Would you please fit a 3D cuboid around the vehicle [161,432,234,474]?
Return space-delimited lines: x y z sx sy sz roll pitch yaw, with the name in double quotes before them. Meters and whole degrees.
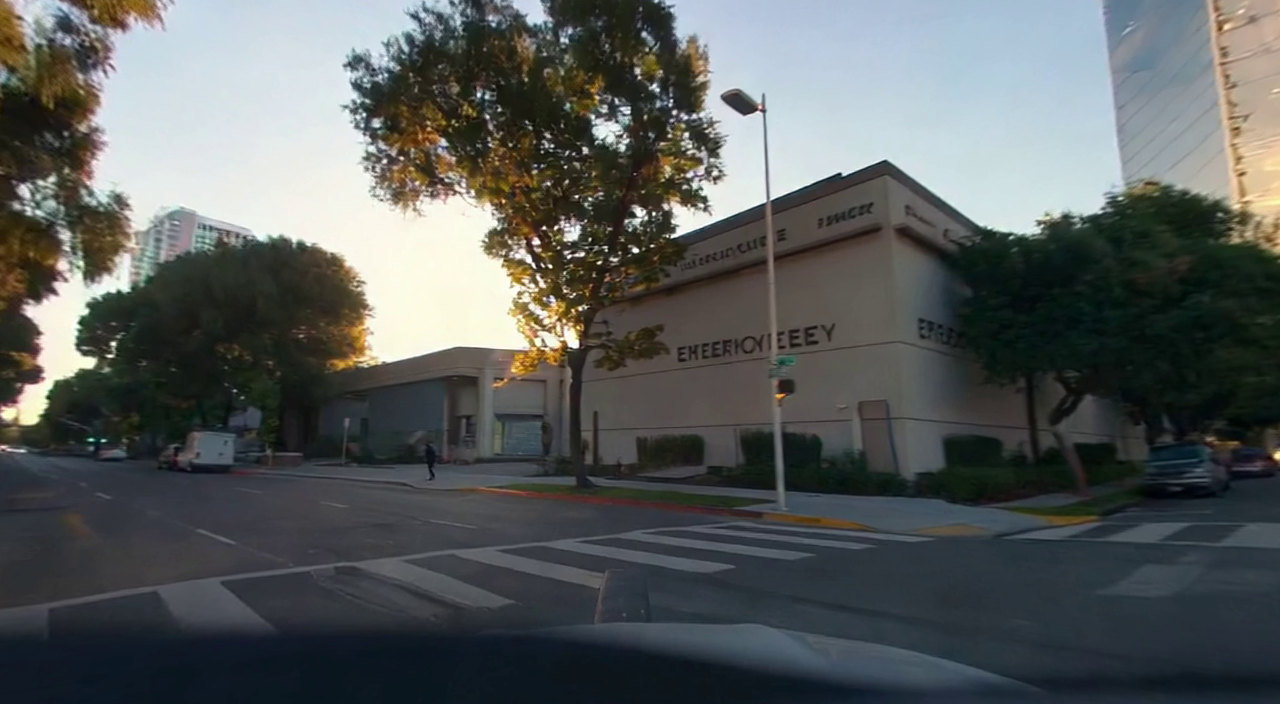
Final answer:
"vehicle" -29.153 6.604 41.450 6.178 2.509 2.596 -8 -12 43

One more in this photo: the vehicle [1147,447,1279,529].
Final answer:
"vehicle" 13.167 2.839 13.843 4.949 1.475 2.182 7 -11 -41
